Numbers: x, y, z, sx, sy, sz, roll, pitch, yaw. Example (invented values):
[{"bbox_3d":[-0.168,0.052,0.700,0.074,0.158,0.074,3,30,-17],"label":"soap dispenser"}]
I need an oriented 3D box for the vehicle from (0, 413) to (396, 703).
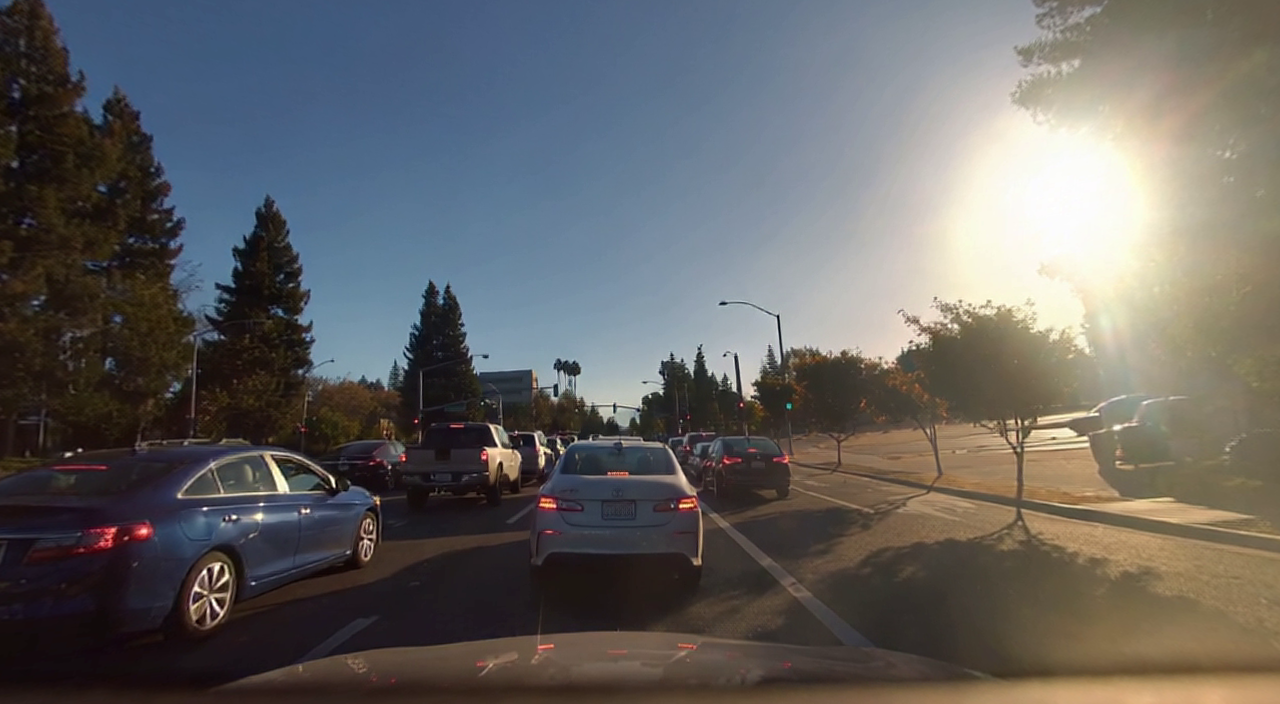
[{"bbox_3d":[-3.856,1.364,5.264,1.985,1.467,4.224,0,-9,-1],"label":"vehicle"}]

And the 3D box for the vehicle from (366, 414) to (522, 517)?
[{"bbox_3d":[-4.030,2.420,13.905,2.054,1.881,4.469,0,-8,-1],"label":"vehicle"}]

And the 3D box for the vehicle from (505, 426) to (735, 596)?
[{"bbox_3d":[-0.228,1.701,7.634,2.007,1.467,4.059,0,-8,-2],"label":"vehicle"}]

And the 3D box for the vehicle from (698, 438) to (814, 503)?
[{"bbox_3d":[2.813,2.994,16.426,1.978,1.452,4.381,0,-8,-3],"label":"vehicle"}]
